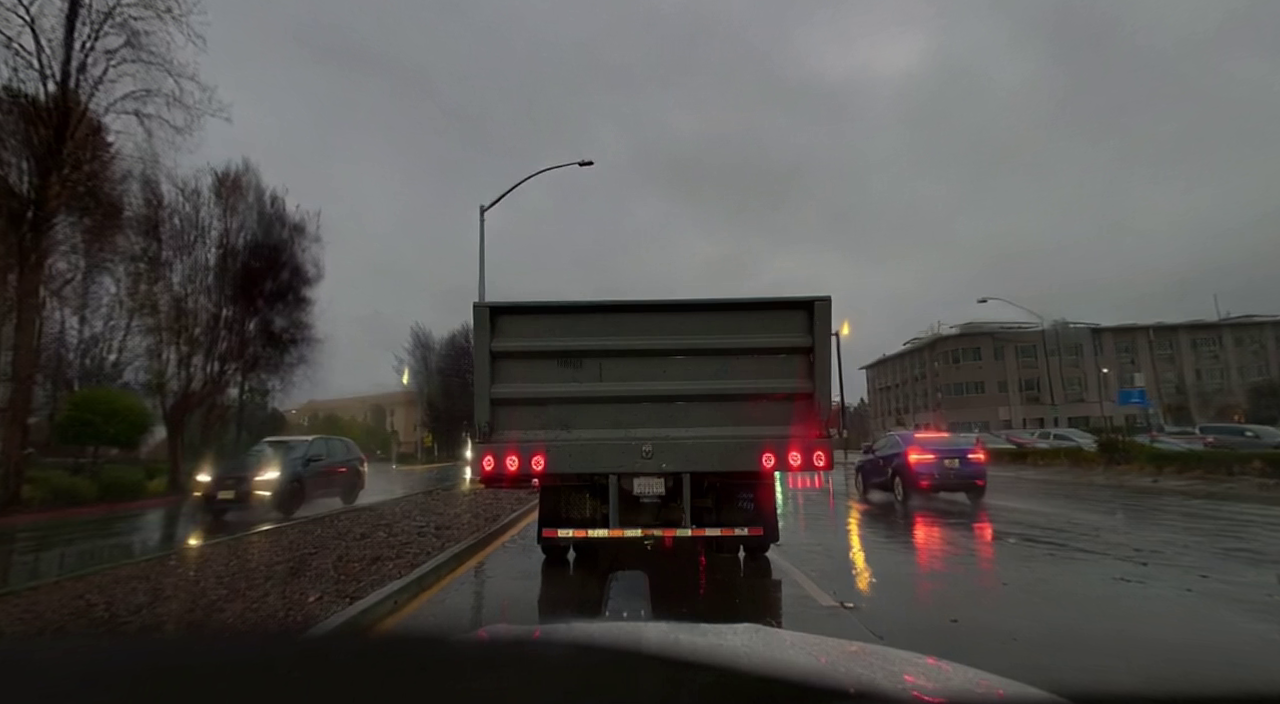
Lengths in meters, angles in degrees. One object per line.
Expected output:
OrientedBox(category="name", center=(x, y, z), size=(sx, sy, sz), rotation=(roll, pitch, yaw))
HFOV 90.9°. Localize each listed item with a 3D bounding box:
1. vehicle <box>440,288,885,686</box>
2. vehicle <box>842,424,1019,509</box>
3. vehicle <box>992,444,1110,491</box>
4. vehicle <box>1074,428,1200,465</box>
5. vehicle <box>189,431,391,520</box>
OrientedBox(category="vehicle", center=(0.273, 1.297, 7.396), size=(2.650, 2.391, 7.008), rotation=(-1, -8, 3))
OrientedBox(category="vehicle", center=(6.965, 2.800, 15.889), size=(2.160, 1.772, 4.883), rotation=(-1, -8, 1))
OrientedBox(category="vehicle", center=(14.300, 4.009, 22.207), size=(1.702, 1.475, 3.670), rotation=(-1, -8, 1))
OrientedBox(category="vehicle", center=(23.112, 4.390, 29.435), size=(4.171, 1.614, 1.894), rotation=(-1, -8, 1))
OrientedBox(category="vehicle", center=(-8.027, 2.849, 15.193), size=(2.052, 1.772, 4.838), rotation=(-1, -8, 0))
